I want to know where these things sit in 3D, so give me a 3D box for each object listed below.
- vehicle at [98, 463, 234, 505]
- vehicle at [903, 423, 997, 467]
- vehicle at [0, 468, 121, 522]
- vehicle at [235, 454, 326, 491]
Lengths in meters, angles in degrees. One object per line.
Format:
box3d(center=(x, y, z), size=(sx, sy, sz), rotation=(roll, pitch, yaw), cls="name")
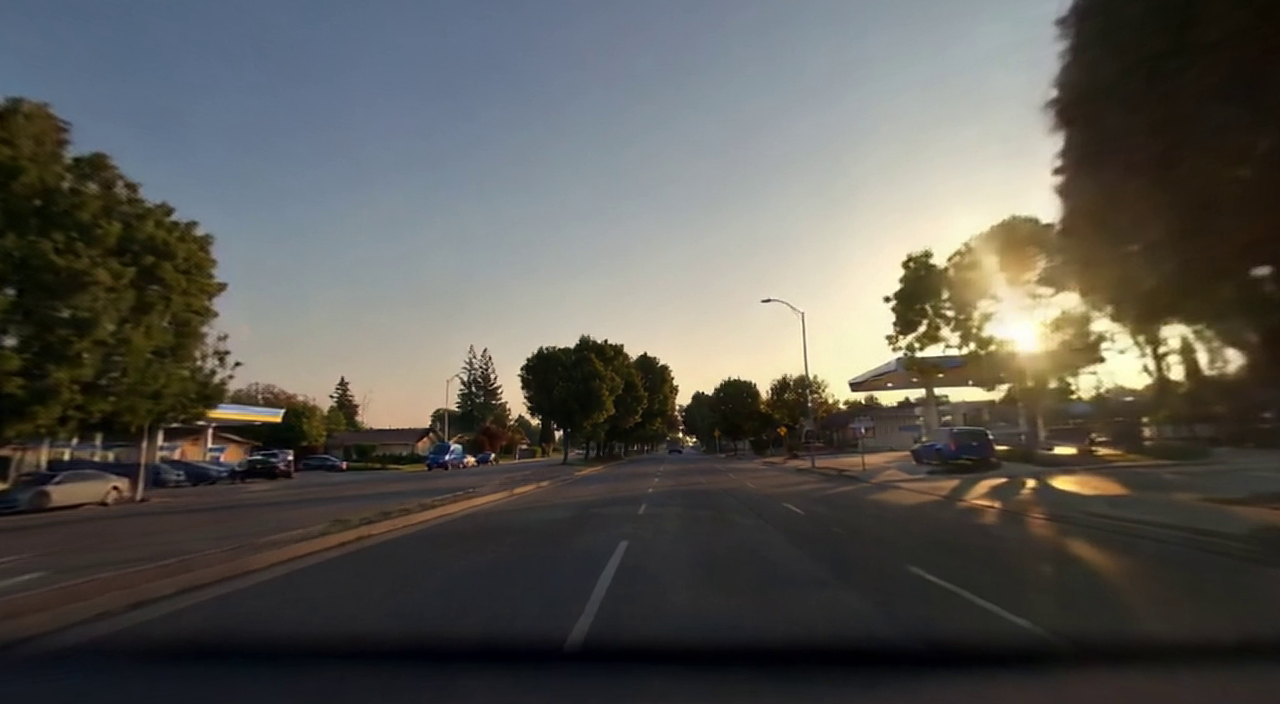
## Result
box3d(center=(-19.855, 5.508, 26.776), size=(1.787, 1.471, 4.709), rotation=(-1, -9, 6), cls="vehicle")
box3d(center=(14.472, 4.414, 29.871), size=(2.108, 1.877, 4.807), rotation=(-1, -9, 2), cls="vehicle")
box3d(center=(-20.220, 4.652, 20.868), size=(1.924, 1.479, 4.706), rotation=(-1, -9, 4), cls="vehicle")
box3d(center=(-19.510, 6.503, 34.558), size=(1.988, 1.785, 4.802), rotation=(-1, -9, 2), cls="vehicle")
